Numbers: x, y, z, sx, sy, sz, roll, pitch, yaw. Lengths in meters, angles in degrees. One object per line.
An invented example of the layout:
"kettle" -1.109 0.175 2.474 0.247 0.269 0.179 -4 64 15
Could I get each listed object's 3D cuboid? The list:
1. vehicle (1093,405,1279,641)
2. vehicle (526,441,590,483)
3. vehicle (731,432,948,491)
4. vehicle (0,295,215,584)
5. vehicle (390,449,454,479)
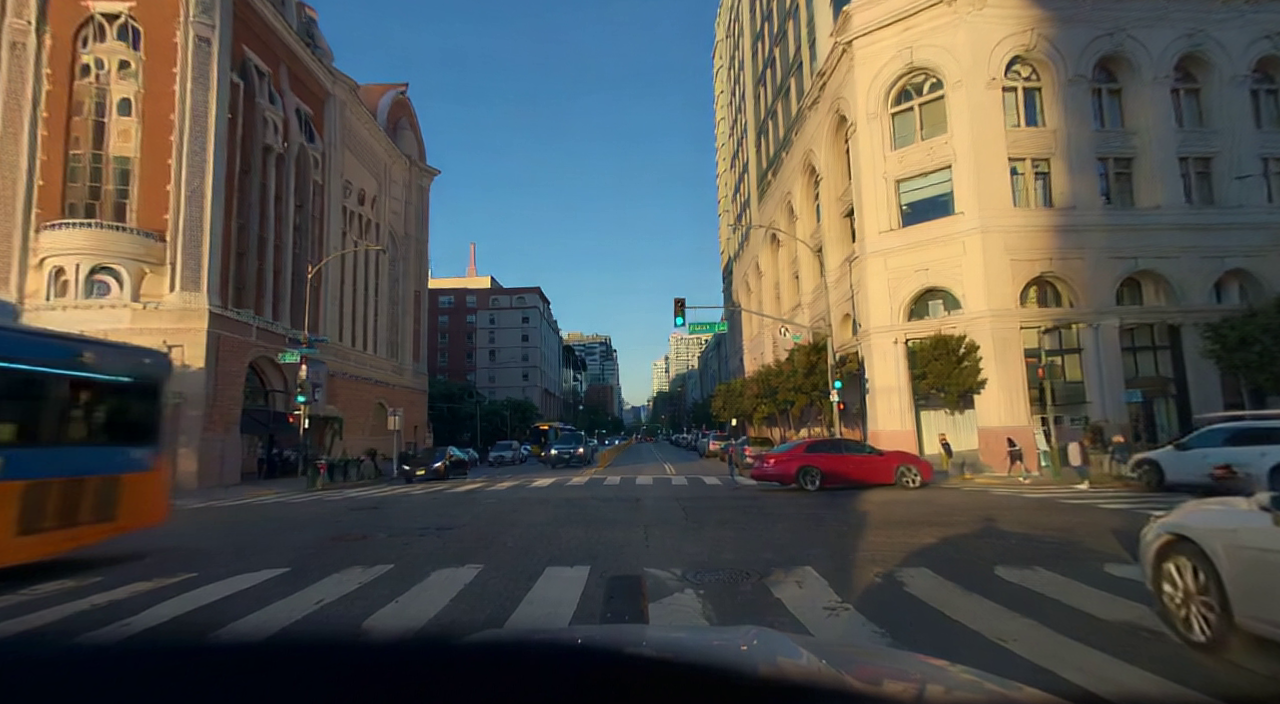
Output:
"vehicle" 5.025 0.984 3.274 1.912 1.505 4.889 -1 -8 3
"vehicle" -3.017 4.162 24.217 1.904 1.402 4.759 0 -8 -1
"vehicle" 5.392 3.016 17.598 5.388 1.465 2.050 -2 -9 15
"vehicle" -9.026 0.928 6.733 2.763 3.411 8.508 0 -8 2
"vehicle" -11.924 6.116 34.804 1.998 1.505 4.405 0 -8 0
